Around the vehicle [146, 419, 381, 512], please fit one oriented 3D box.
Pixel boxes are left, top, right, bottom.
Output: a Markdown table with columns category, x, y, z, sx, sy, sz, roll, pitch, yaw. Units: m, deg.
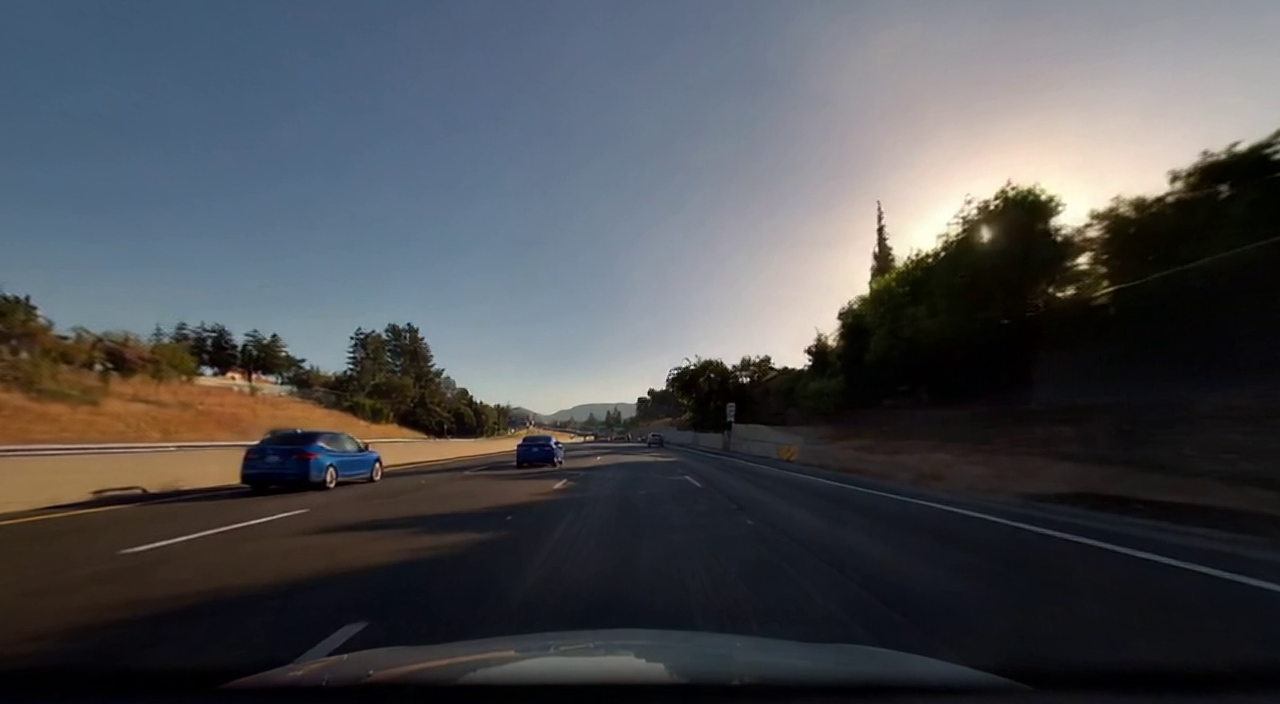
| category | x | y | z | sx | sy | sz | roll | pitch | yaw |
| --- | --- | --- | --- | --- | --- | --- | --- | --- | --- |
| vehicle | -7.286 | 2.232 | 12.956 | 1.983 | 1.535 | 4.652 | 0 | -8 | 0 |

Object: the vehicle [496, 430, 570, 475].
| category | x | y | z | sx | sy | sz | roll | pitch | yaw |
| --- | --- | --- | --- | --- | --- | --- | --- | --- | --- |
| vehicle | -3.847 | 3.697 | 23.513 | 2.026 | 1.517 | 4.325 | 0 | -8 | 0 |
